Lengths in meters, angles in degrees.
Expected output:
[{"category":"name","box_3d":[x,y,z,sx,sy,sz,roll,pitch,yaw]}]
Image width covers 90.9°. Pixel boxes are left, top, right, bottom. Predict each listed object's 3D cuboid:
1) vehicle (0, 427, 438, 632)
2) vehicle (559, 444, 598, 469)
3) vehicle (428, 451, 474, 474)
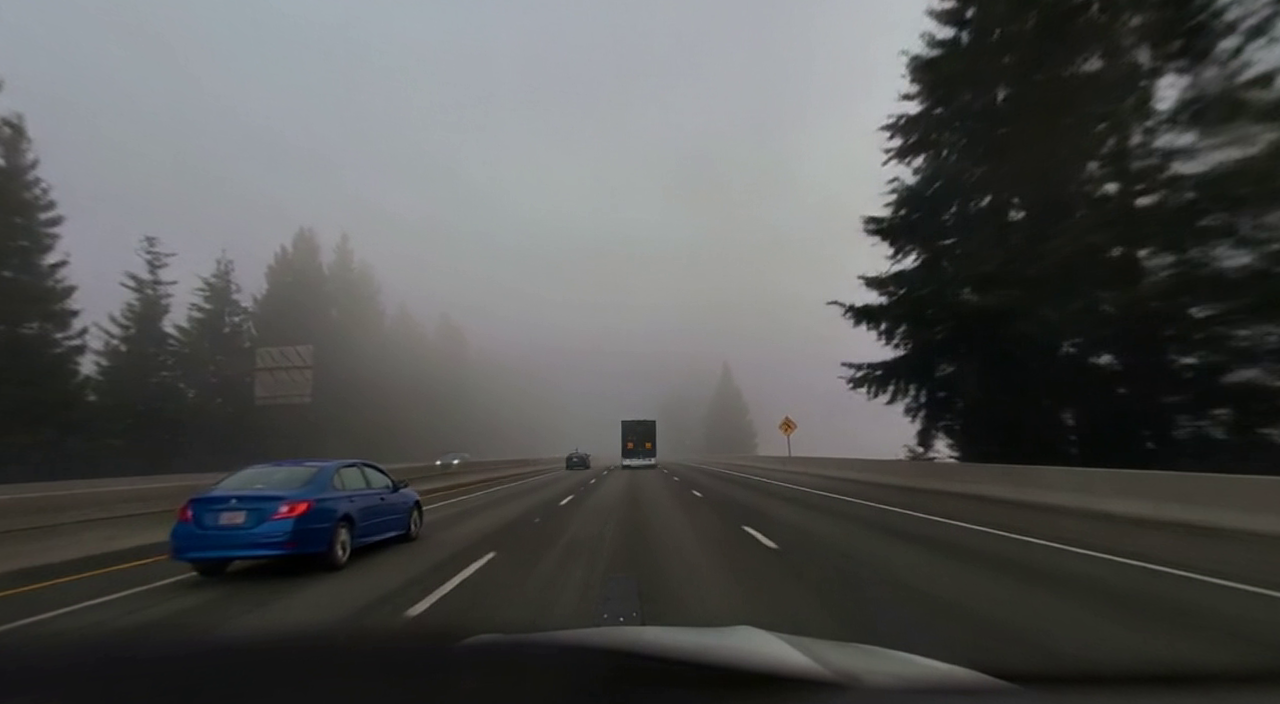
[{"category":"vehicle","box_3d":[-3.955,1.667,7.001,1.916,1.506,4.476,0,-9,0]},{"category":"vehicle","box_3d":[-4.291,7.403,44.853,2.311,1.655,4.382,0,-9,0]},{"category":"vehicle","box_3d":[-13.744,8.049,46.055,2.001,1.574,4.157,0,-9,0]}]
